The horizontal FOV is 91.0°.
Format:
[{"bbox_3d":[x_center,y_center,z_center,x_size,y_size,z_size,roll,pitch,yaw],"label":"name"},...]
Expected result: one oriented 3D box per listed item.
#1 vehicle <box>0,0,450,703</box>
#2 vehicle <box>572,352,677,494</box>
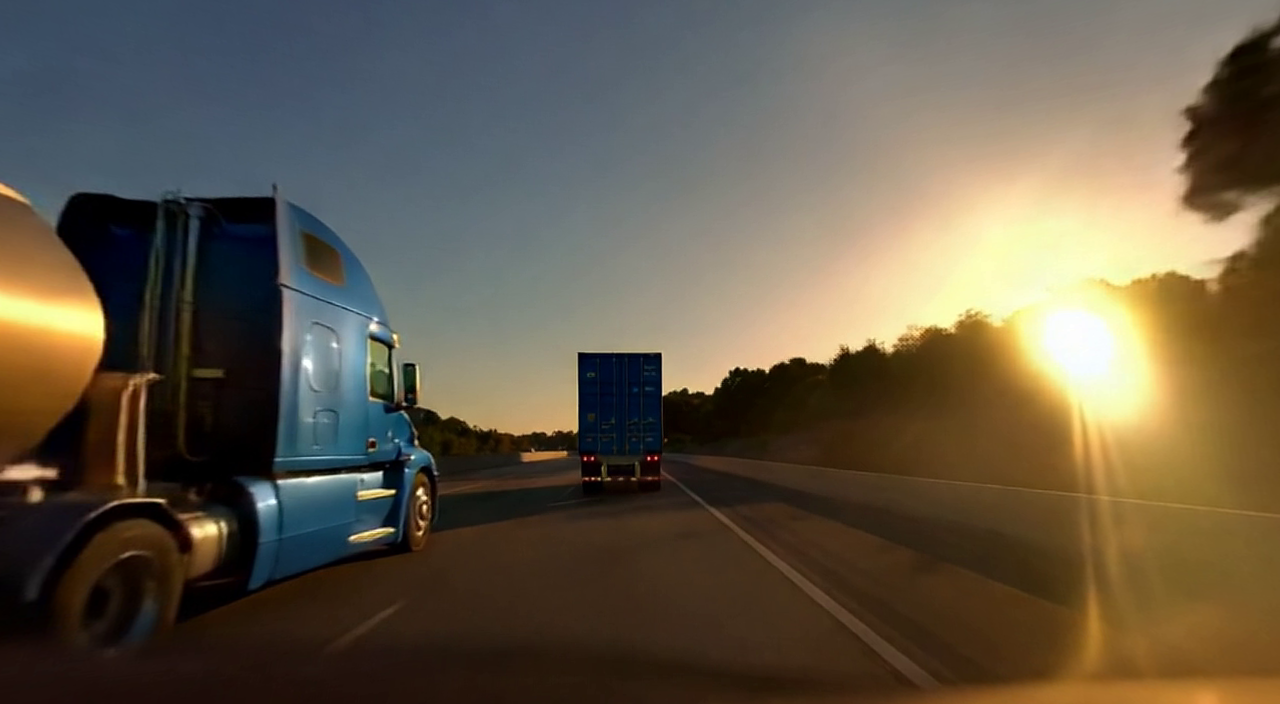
[{"bbox_3d":[-4.201,0.305,5.082,3.418,3.652,5.690,0,-9,1],"label":"vehicle"},{"bbox_3d":[-0.416,2.828,23.448,2.942,4.003,11.297,0,-9,0],"label":"vehicle"}]
